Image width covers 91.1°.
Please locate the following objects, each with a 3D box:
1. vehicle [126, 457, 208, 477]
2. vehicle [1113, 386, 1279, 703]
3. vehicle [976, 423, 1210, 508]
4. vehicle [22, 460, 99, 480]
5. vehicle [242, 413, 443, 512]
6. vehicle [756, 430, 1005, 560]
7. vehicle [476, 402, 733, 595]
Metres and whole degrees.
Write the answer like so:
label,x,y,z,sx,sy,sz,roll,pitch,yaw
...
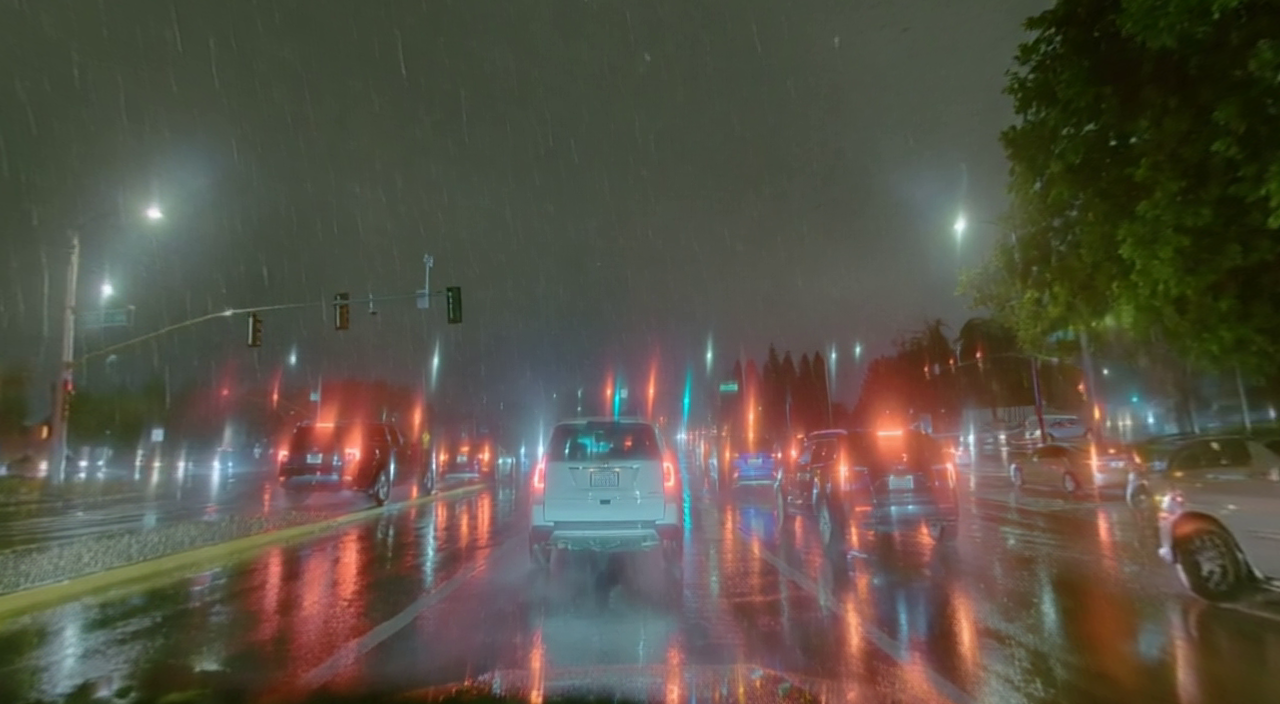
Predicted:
label,x,y,z,sx,sy,sz,roll,pitch,yaw
vehicle,-37.258,9.065,49.518,4.914,1.487,1.850,0,-8,0
vehicle,3.312,0.674,0.836,1.980,1.515,4.362,0,-8,1
vehicle,9.913,2.511,14.320,2.085,1.631,4.337,0,-8,0
vehicle,-45.611,9.286,49.454,4.232,1.498,1.791,0,-8,1
vehicle,-6.699,2.561,15.008,2.214,1.953,5.017,0,-8,1
vehicle,3.173,1.972,9.491,1.971,1.473,4.495,0,-8,0
vehicle,-0.301,1.593,7.637,2.256,1.694,4.055,0,-8,0
